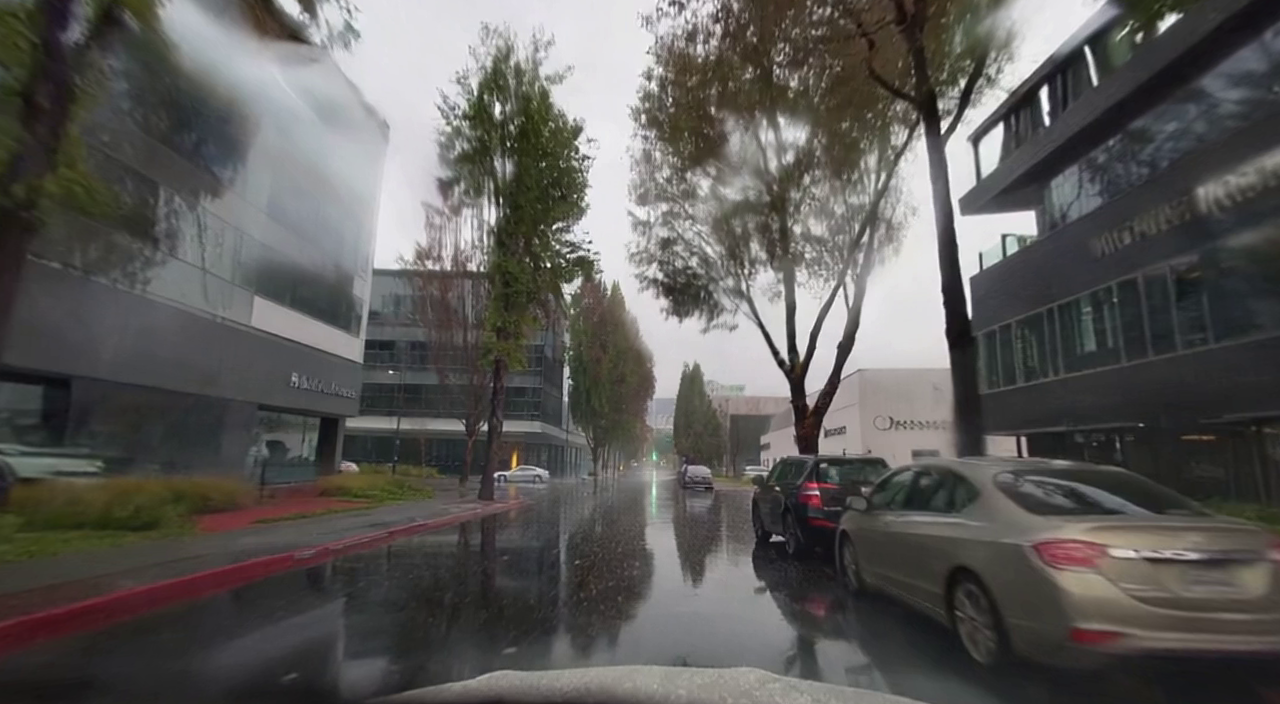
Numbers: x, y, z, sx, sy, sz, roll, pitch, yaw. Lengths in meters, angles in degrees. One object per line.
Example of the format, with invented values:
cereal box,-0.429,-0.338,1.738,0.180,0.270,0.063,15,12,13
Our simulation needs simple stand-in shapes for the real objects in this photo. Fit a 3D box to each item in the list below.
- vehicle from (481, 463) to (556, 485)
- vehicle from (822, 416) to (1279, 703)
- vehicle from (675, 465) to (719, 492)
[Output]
vehicle,-8.484,8.539,44.162,4.770,1.448,1.983,9,-13,-37
vehicle,3.004,1.453,4.935,1.957,1.565,3.657,1,-11,-2
vehicle,3.214,7.203,36.050,2.073,1.434,3.899,1,-11,-1
